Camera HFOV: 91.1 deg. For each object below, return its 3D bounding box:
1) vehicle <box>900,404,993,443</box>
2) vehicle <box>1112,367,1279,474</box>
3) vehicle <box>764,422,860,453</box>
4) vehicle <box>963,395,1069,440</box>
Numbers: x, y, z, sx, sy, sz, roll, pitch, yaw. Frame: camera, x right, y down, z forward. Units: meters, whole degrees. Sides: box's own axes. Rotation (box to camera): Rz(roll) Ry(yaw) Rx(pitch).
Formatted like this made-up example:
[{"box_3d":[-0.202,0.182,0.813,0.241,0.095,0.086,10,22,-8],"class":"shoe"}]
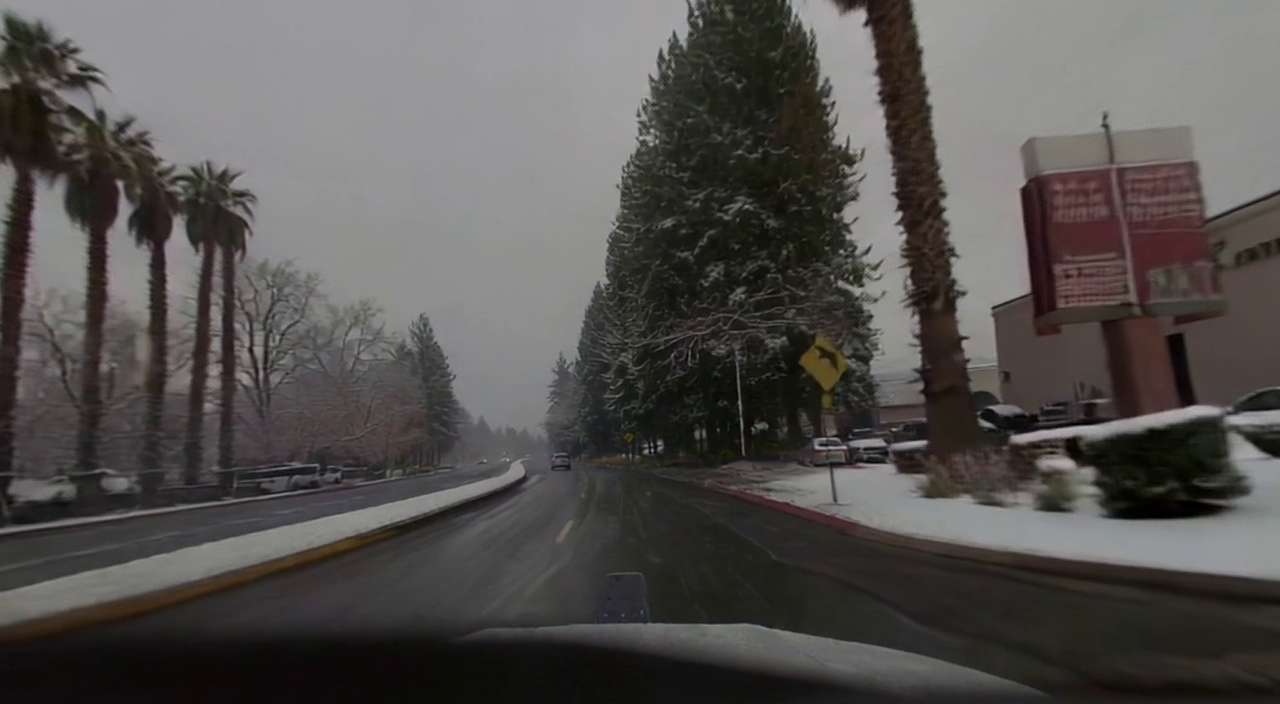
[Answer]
[{"box_3d":[18.638,4.399,38.383,2.002,1.686,4.537,-1,-11,-31],"class":"vehicle"},{"box_3d":[11.834,1.415,12.206,2.196,1.715,4.918,-2,-9,11],"class":"vehicle"},{"box_3d":[9.528,4.786,35.124,4.671,1.630,2.200,0,-9,-1],"class":"vehicle"},{"box_3d":[18.767,3.397,31.674,1.992,1.767,4.848,-7,-9,-4],"class":"vehicle"}]
